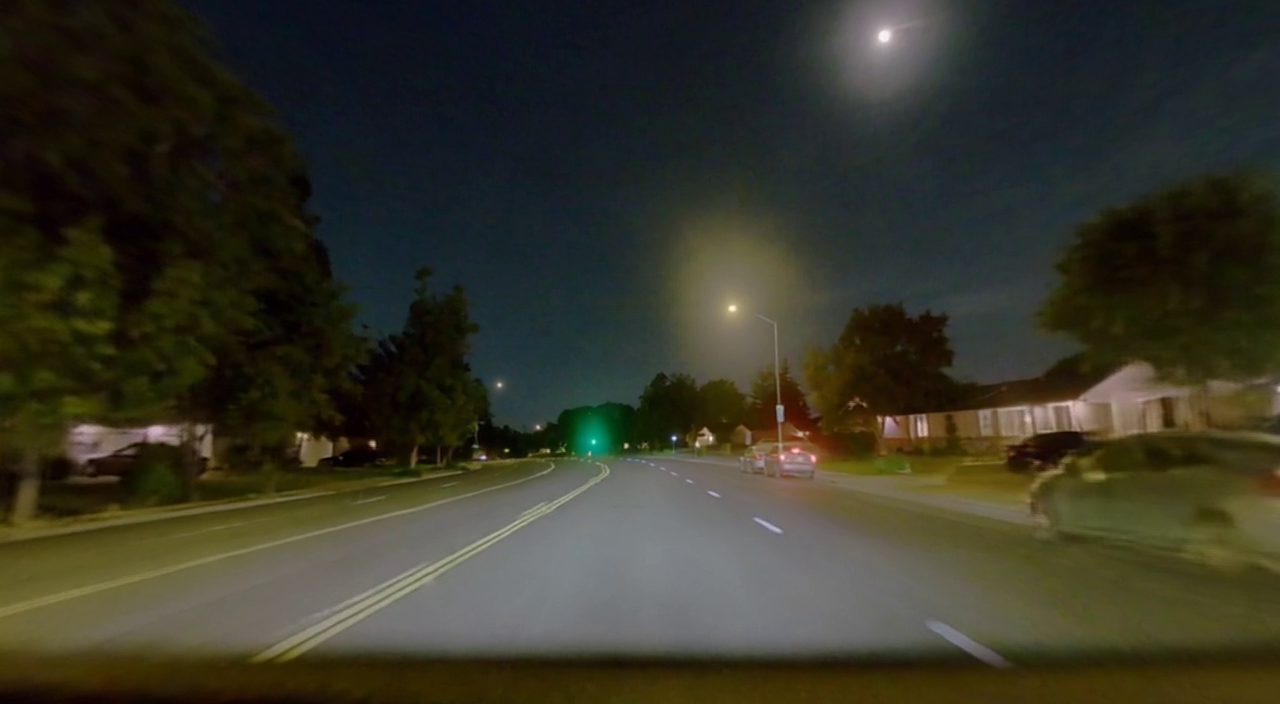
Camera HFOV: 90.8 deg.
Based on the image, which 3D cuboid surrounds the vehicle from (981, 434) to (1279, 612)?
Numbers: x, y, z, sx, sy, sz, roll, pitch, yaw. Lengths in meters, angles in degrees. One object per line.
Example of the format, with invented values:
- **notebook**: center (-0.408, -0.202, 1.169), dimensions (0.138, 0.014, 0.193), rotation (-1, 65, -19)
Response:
- **vehicle**: center (6.463, 1.761, 7.395), dimensions (2.042, 1.511, 5.029), rotation (0, -9, -1)

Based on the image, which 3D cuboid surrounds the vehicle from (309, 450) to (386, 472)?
- **vehicle**: center (-20.099, 7.481, 43.560), dimensions (4.367, 1.466, 1.980), rotation (0, -9, -3)

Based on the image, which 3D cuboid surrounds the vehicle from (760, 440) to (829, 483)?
- **vehicle**: center (6.761, 4.841, 28.194), dimensions (1.996, 1.745, 4.556), rotation (0, -9, 1)

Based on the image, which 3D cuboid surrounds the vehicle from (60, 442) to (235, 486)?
- **vehicle**: center (-21.141, 4.804, 27.340), dimensions (5.659, 1.769, 2.073), rotation (0, -9, -3)

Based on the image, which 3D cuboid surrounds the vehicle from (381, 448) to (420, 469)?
- **vehicle**: center (-18.732, 8.337, 49.600), dimensions (1.998, 1.492, 4.660), rotation (1, -9, -11)
